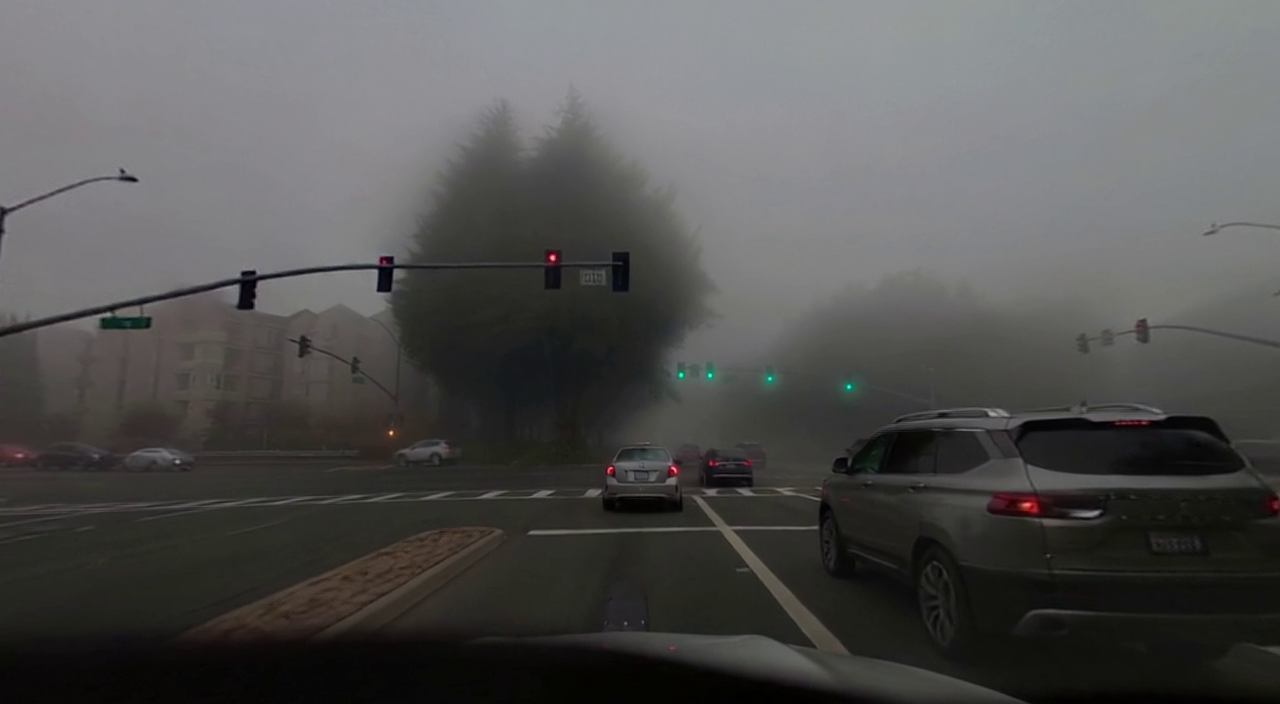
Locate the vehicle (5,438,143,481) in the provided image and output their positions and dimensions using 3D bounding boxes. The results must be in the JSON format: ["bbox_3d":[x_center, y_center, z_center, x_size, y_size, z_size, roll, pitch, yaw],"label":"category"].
[{"bbox_3d":[-27.744,5.253,31.017,4.689,1.734,2.034,3,-8,-1],"label":"vehicle"}]

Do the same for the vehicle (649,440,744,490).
[{"bbox_3d":[1.760,3.738,21.354,2.009,1.480,4.423,2,-8,-11],"label":"vehicle"}]

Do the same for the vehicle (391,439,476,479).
[{"bbox_3d":[-9.700,4.955,29.459,2.099,1.705,4.020,8,-12,-44],"label":"vehicle"}]

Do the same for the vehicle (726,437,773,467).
[{"bbox_3d":[7.045,6.482,41.105,2.105,1.830,4.610,0,-8,-1],"label":"vehicle"}]

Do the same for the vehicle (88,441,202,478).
[{"bbox_3d":[-26.728,5.807,34.127,4.365,1.629,2.004,3,-8,0],"label":"vehicle"}]

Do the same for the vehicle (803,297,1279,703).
[{"bbox_3d":[2.741,1.041,3.986,2.115,1.737,4.642,0,-8,-1],"label":"vehicle"}]
